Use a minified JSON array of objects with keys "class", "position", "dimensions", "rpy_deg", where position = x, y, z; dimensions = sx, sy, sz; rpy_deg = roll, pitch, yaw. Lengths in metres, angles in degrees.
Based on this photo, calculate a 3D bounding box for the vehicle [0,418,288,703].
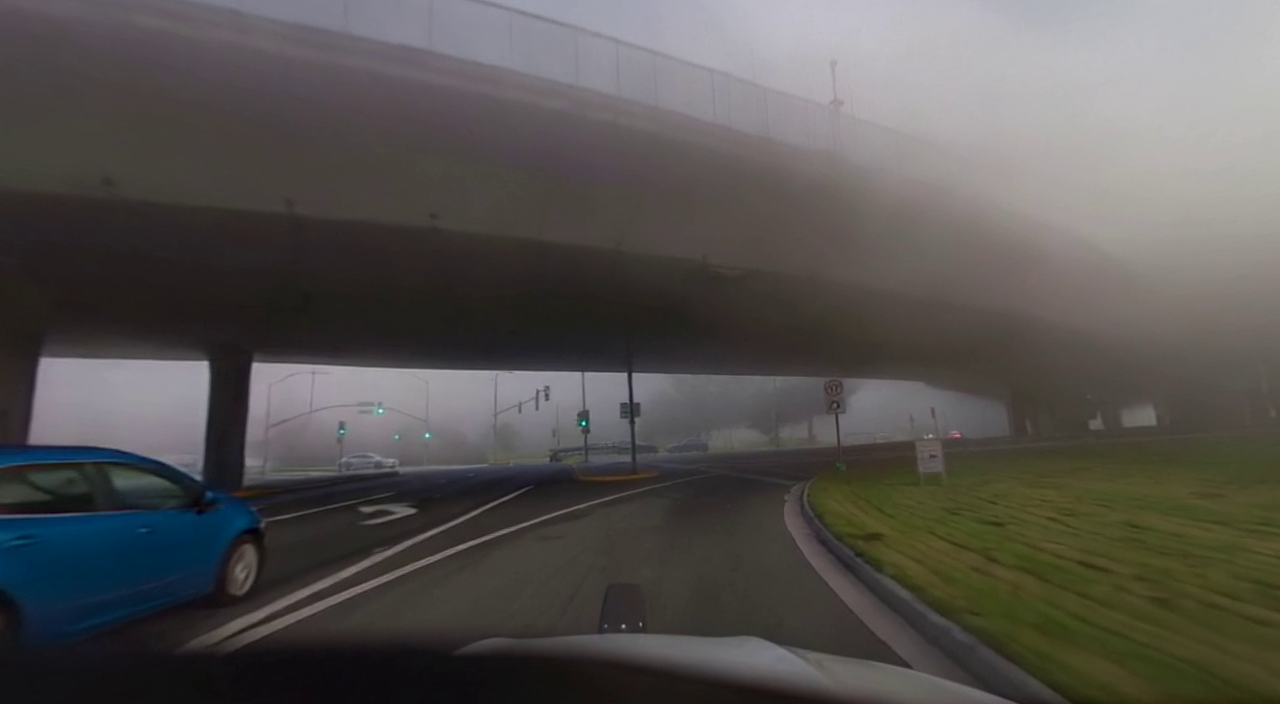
[{"class":"vehicle","position":[-4.337,1.179,3.853],"dimensions":[1.963,1.460,4.614],"rpy_deg":[0,-9,-4]}]
